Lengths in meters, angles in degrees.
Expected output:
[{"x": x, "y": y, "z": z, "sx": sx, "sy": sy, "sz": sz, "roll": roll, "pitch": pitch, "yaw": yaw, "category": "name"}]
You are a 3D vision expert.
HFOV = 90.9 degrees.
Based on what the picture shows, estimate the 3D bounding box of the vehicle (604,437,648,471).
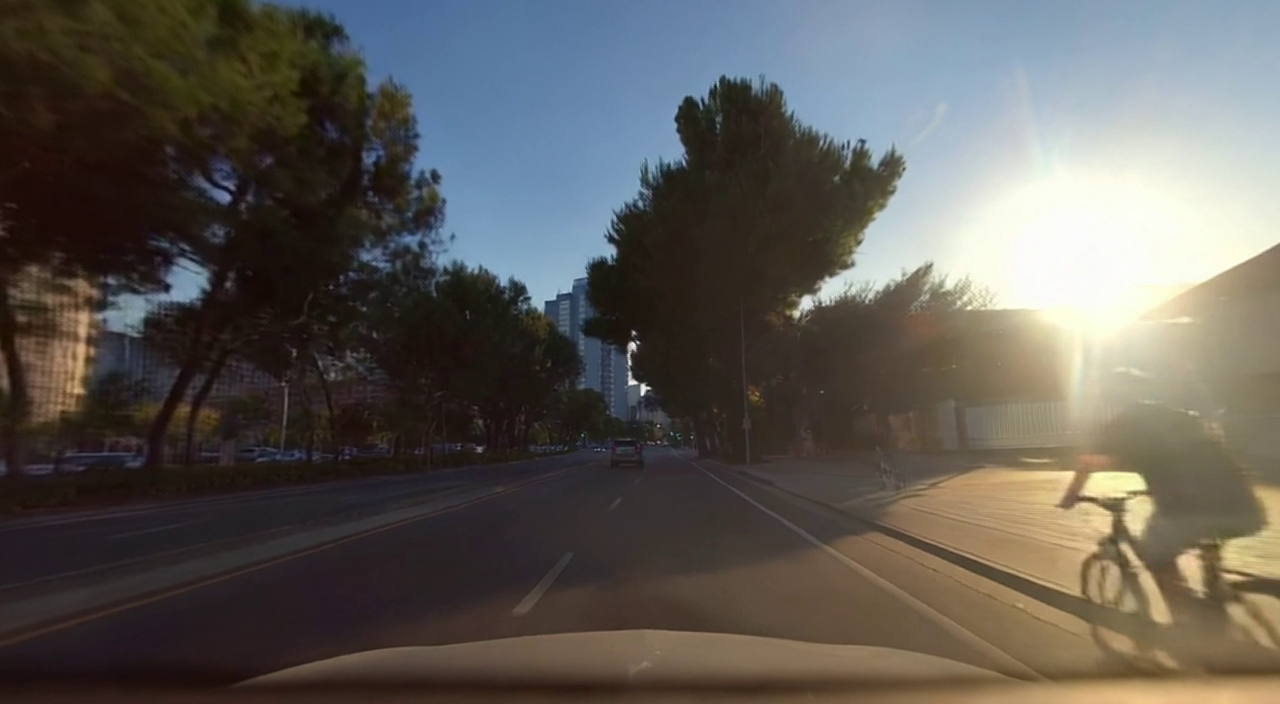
[{"x": -0.755, "y": 5.990, "z": 37.277, "sx": 2.294, "sy": 1.859, "sz": 5.127, "roll": -1, "pitch": -9, "yaw": 2, "category": "vehicle"}]
